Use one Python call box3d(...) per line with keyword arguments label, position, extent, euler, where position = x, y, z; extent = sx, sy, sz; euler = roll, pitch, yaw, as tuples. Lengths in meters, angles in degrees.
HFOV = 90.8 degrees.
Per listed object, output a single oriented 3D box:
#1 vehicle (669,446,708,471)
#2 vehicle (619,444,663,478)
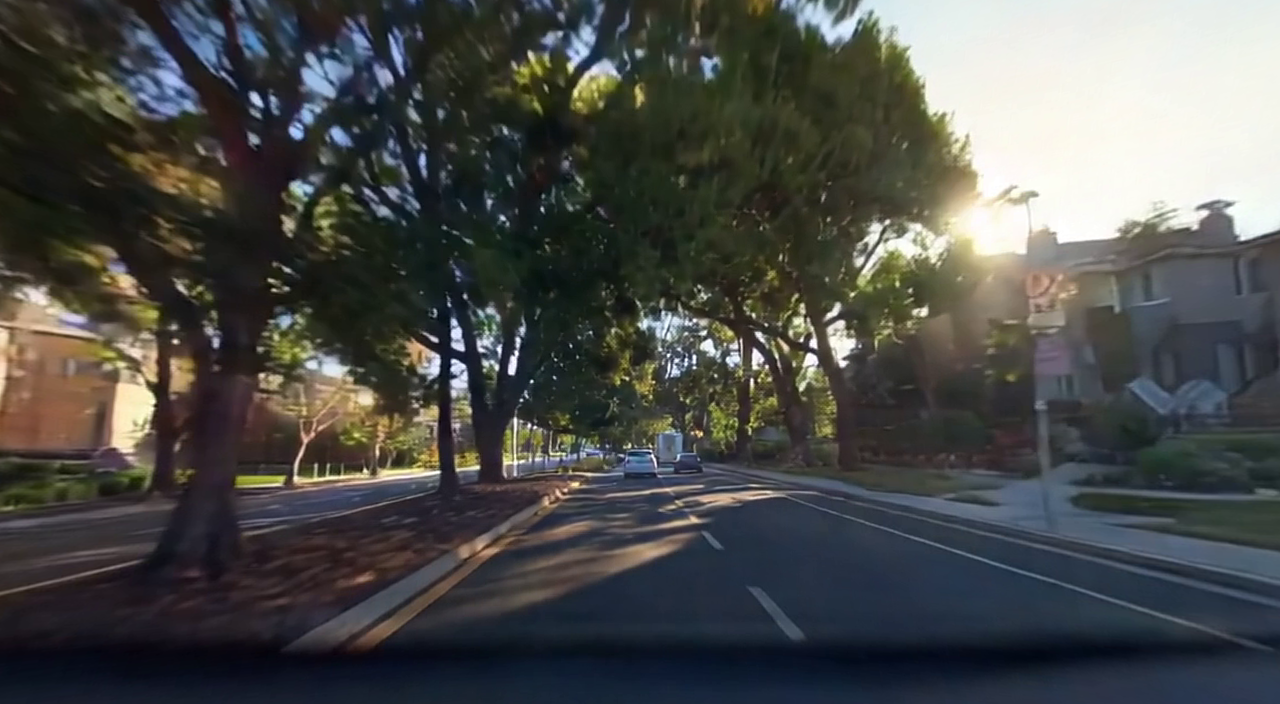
box3d(label="vehicle", position=(3.029, 6.732, 40.154), extent=(2.057, 1.496, 4.401), euler=(0, -8, -1))
box3d(label="vehicle", position=(0.085, 5.323, 31.102), extent=(2.018, 1.511, 3.993), euler=(0, -8, 1))
